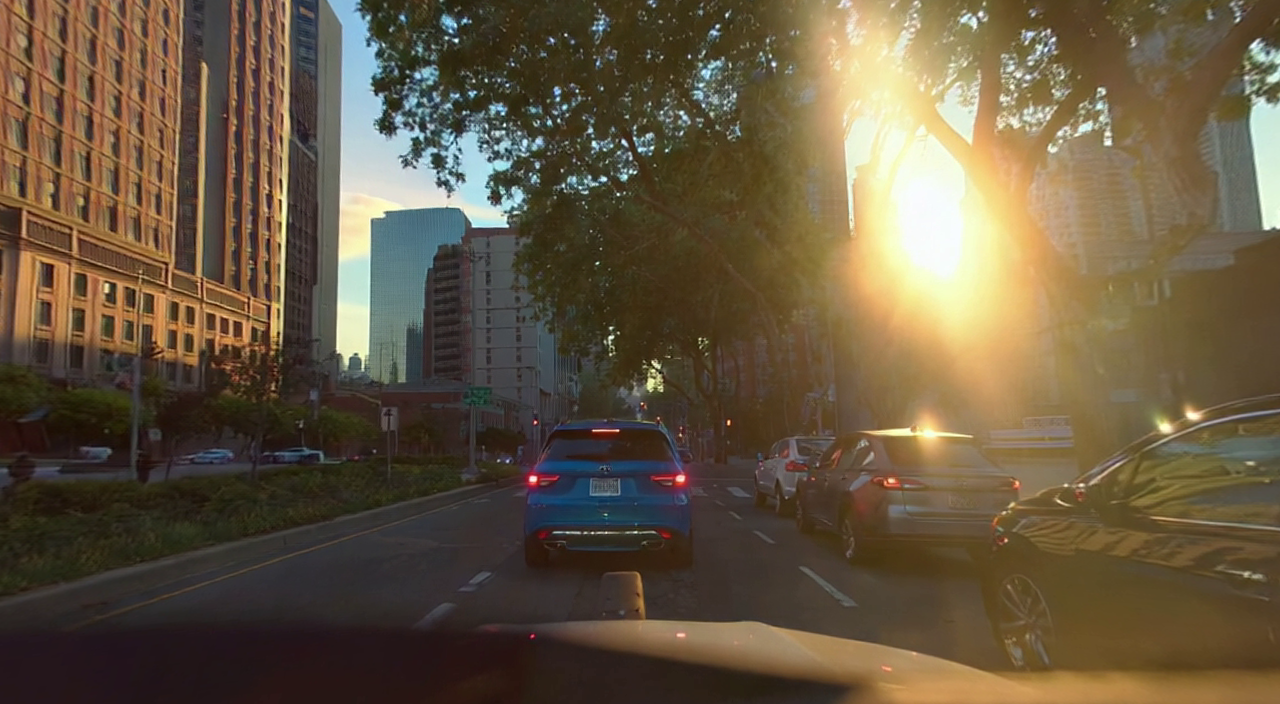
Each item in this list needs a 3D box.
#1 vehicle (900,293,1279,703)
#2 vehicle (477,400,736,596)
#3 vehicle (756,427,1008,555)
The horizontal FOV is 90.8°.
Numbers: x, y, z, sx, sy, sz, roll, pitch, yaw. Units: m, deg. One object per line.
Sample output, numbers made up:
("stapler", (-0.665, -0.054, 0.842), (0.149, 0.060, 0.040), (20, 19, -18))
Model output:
("vehicle", (2.997, 0.750, 2.244), (2.063, 1.760, 4.664), (0, -9, -1))
("vehicle", (-0.340, 1.583, 7.644), (2.249, 1.684, 4.084), (0, -9, -1))
("vehicle", (3.286, 1.983, 9.804), (1.941, 1.482, 4.632), (0, -9, -2))
